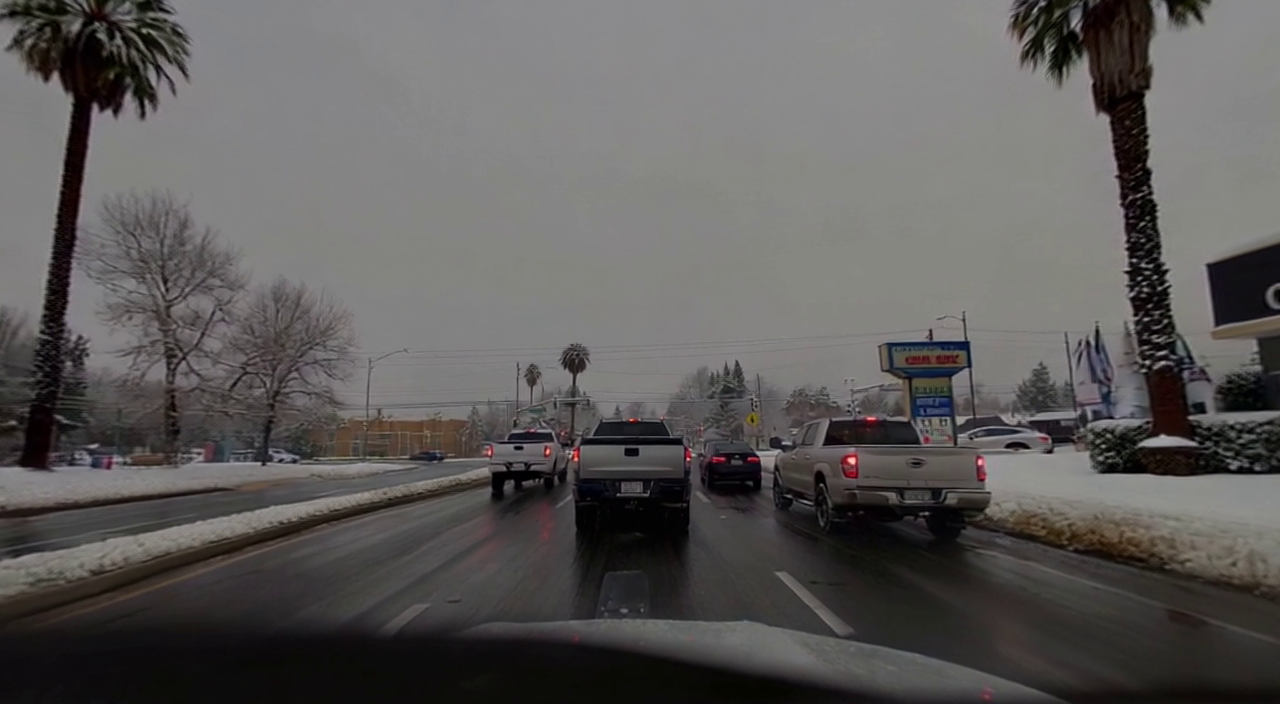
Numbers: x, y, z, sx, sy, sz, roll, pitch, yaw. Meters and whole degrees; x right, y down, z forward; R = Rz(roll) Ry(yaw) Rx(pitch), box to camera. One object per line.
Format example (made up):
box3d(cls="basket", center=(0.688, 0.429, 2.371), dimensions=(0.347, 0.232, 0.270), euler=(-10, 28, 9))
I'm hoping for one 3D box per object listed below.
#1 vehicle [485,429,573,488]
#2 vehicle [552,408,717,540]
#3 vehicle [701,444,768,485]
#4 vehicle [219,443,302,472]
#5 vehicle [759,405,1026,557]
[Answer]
box3d(cls="vehicle", center=(-3.655, 3.612, 21.636), dimensions=(2.071, 1.811, 4.605), euler=(0, -8, 2))
box3d(cls="vehicle", center=(-0.015, 2.110, 11.572), dimensions=(2.295, 1.835, 5.471), euler=(0, -8, 1))
box3d(cls="vehicle", center=(3.448, 4.167, 23.545), dimensions=(1.901, 1.401, 3.965), euler=(0, -8, 0))
box3d(cls="vehicle", center=(-29.052, 8.086, 48.456), dimensions=(2.543, 2.092, 6.613), euler=(0, -8, -3))
box3d(cls="vehicle", center=(3.604, 1.978, 10.465), dimensions=(2.120, 1.828, 5.531), euler=(0, -8, 0))
